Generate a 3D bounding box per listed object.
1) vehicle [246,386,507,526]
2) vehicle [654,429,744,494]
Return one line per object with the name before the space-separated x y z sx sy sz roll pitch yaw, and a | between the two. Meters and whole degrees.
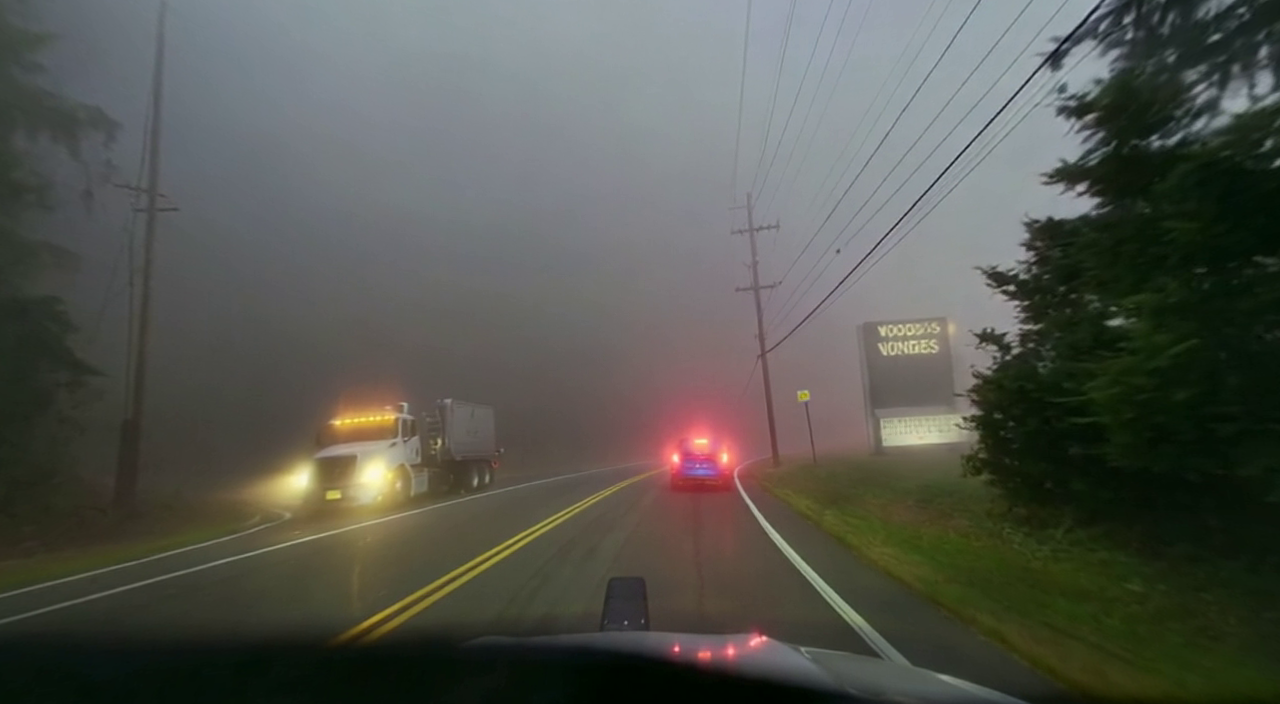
vehicle | -7.300 2.860 19.078 3.395 3.071 7.634 -8 -6 11
vehicle | 1.568 2.818 16.512 2.081 1.503 3.726 -1 -9 6
